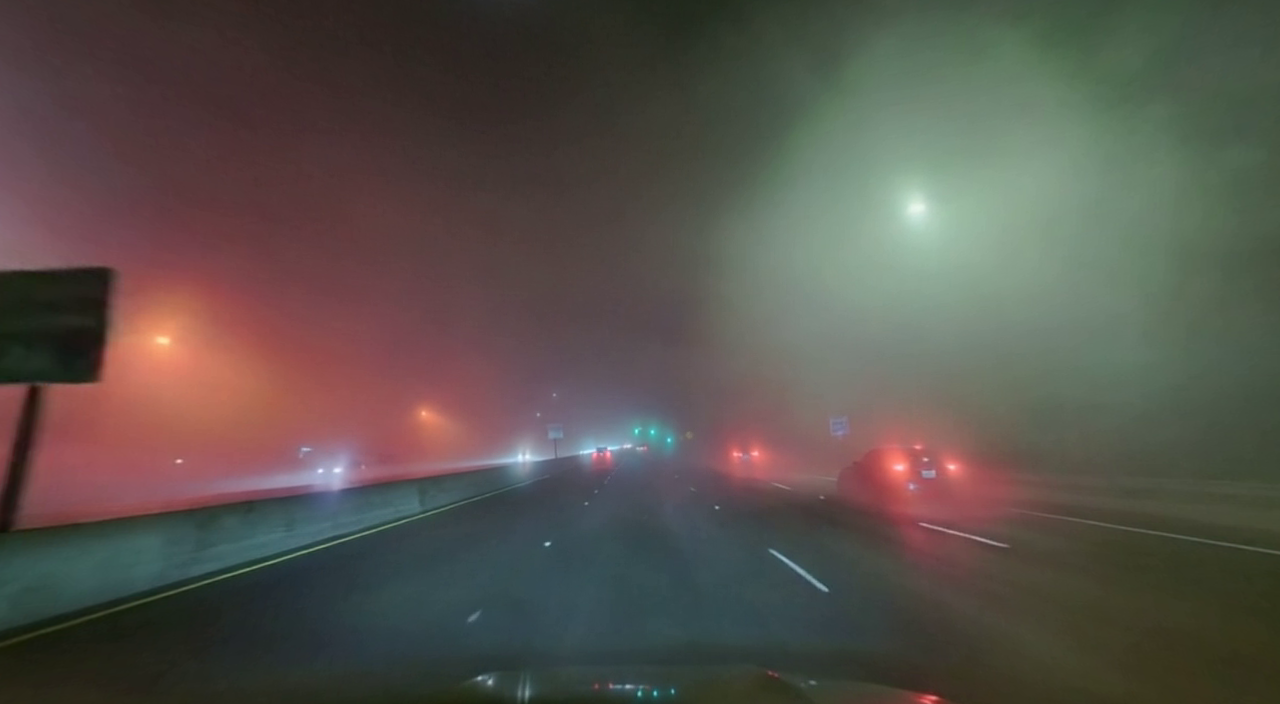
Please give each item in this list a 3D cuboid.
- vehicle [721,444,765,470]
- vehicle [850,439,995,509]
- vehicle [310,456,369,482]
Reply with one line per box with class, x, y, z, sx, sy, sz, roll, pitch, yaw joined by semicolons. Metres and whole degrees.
vehicle;6.569;6.745;40.817;1.987;1.597;4.463;0;-8;-2
vehicle;6.834;2.955;15.750;1.838;1.518;3.713;0;-8;-1
vehicle;-19.542;7.628;41.260;1.797;1.528;3.941;0;-8;1
